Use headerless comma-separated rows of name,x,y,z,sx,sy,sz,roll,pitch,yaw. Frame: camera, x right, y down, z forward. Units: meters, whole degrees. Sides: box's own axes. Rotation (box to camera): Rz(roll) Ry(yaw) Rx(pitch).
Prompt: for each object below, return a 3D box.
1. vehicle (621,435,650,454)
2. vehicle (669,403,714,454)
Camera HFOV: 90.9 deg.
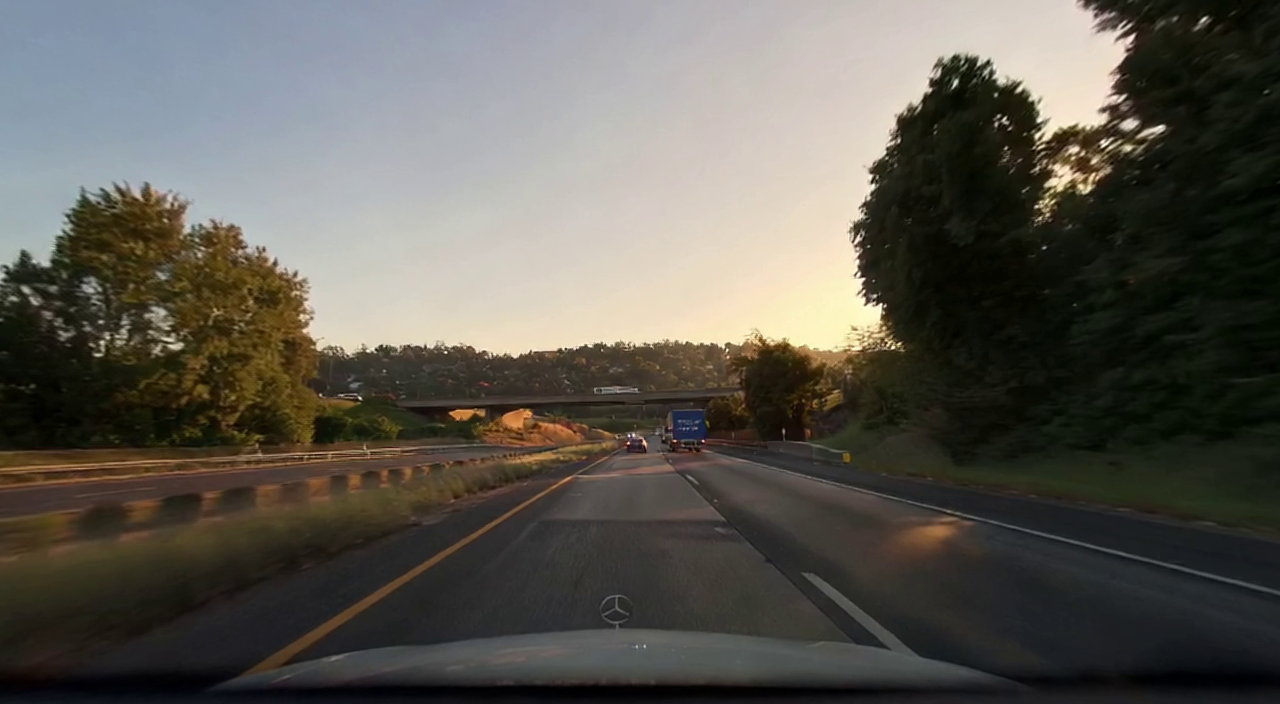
vehicle,-0.327,6.829,46.807,1.996,1.325,4.029,0,-8,0
vehicle,3.584,5.490,44.886,2.913,3.491,2.811,0,-8,-1
